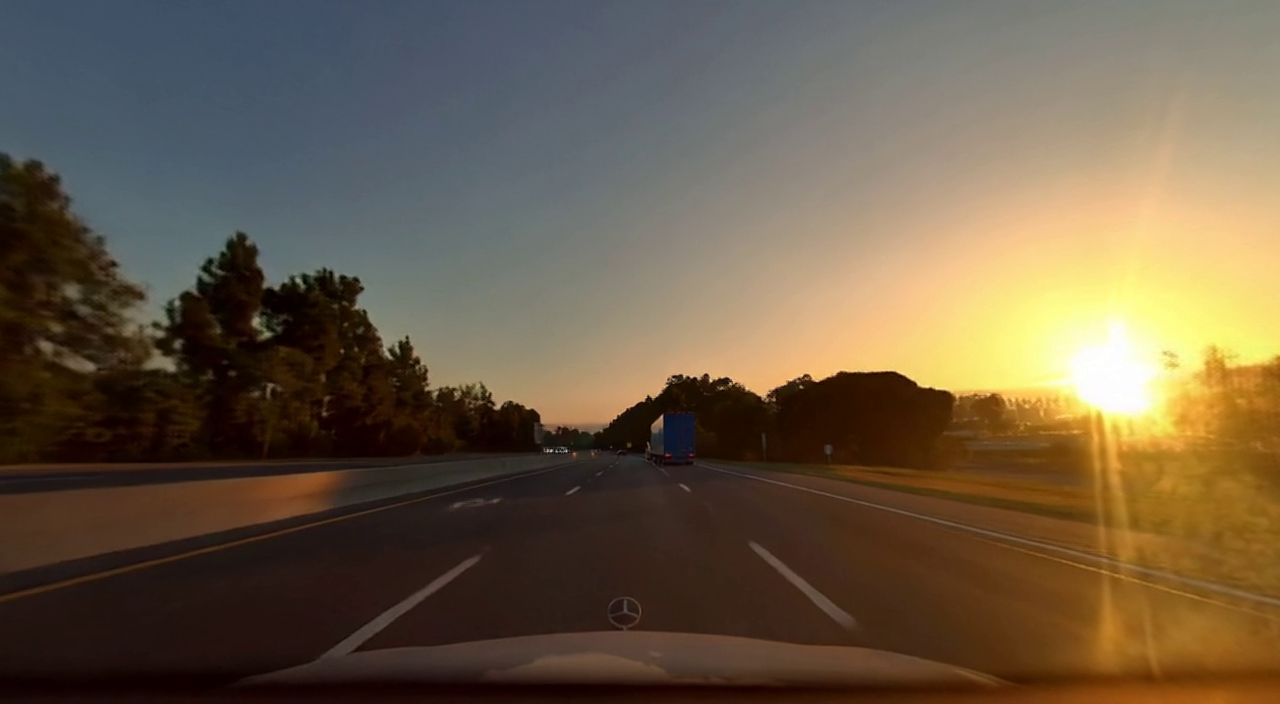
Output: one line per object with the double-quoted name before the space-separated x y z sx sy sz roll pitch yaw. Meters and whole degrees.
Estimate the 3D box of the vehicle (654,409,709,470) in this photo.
"vehicle" 2.983 6.992 49.579 3.279 4.165 13.149 0 -9 -1
